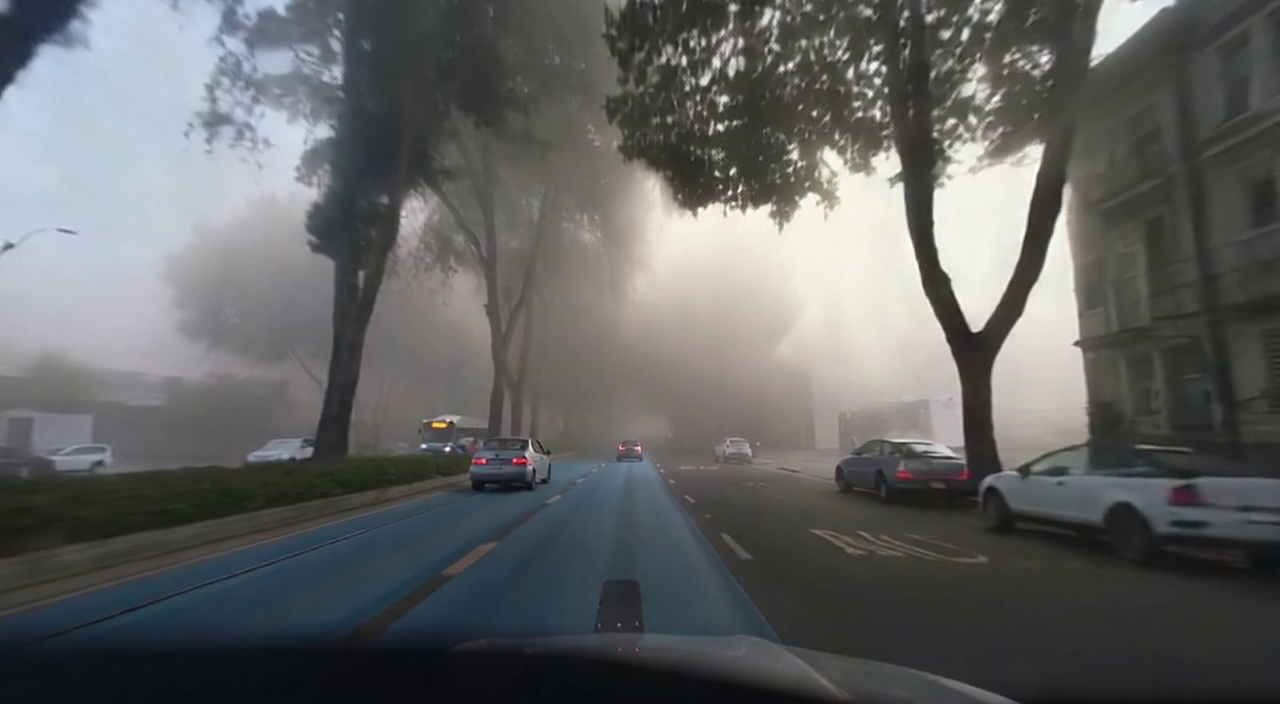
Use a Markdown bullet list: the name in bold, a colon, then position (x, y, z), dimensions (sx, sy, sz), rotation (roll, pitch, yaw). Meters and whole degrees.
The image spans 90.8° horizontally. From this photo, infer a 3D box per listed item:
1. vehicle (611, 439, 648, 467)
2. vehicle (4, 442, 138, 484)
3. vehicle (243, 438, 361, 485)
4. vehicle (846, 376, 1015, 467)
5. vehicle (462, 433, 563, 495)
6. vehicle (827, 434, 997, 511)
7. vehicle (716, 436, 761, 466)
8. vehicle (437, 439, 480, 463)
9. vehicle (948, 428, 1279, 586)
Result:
- **vehicle**: position (-0.554, 5.855, 36.782), dimensions (1.999, 1.520, 3.896), rotation (0, -8, 1)
- **vehicle**: position (-21.958, 4.268, 24.601), dimensions (1.671, 1.474, 3.726), rotation (0, -8, 0)
- **vehicle**: position (-11.692, 3.790, 22.260), dimensions (1.804, 1.462, 4.392), rotation (0, -8, -2)
- **vehicle**: position (17.784, 4.705, 41.156), dimensions (3.225, 4.571, 16.558), rotation (-2, -8, 0)
- **vehicle**: position (-3.446, 3.114, 17.981), dimensions (1.934, 1.522, 4.287), rotation (0, -8, 1)
- **vehicle**: position (6.320, 2.827, 15.342), dimensions (2.130, 1.584, 4.181), rotation (0, -8, -2)
- **vehicle**: position (6.451, 6.560, 42.061), dimensions (2.206, 1.803, 5.753), rotation (0, -8, 1)
- **vehicle**: position (-12.077, 6.609, 42.223), dimensions (1.797, 1.532, 3.869), rotation (0, -8, -1)
- **vehicle**: position (6.561, 1.930, 8.853), dimensions (2.077, 1.596, 4.625), rotation (0, -8, -1)
